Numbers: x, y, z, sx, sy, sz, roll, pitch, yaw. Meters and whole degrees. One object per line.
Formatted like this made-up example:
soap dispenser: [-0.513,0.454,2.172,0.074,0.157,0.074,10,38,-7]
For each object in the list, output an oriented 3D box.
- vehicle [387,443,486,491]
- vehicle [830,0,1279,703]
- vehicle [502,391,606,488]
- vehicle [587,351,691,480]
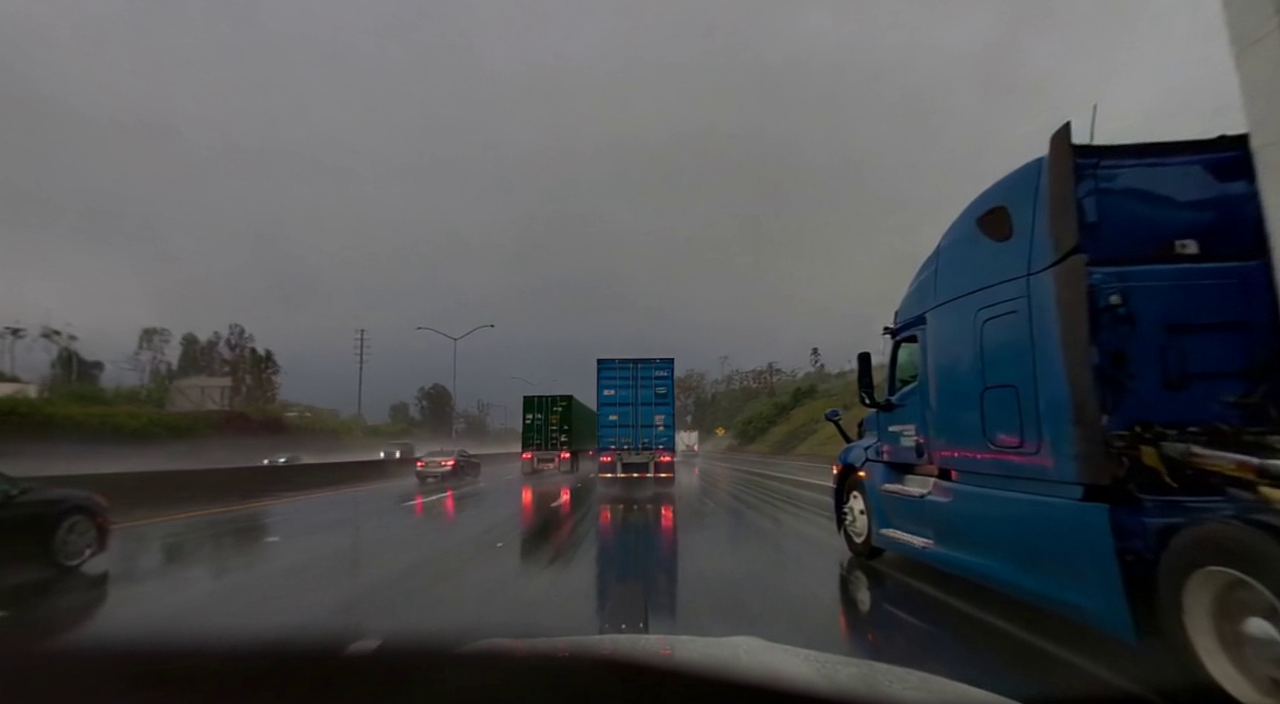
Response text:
vehicle: [-6.888,3.907,21.888,1.916,1.465,4.451,0,-8,1]
vehicle: [4.090,0.069,4.807,3.066,3.991,6.942,0,-8,0]
vehicle: [-3.201,3.741,26.811,2.786,3.228,11.082,0,-8,0]
vehicle: [-0.022,3.347,28.091,3.097,3.856,18.209,-1,-9,0]
